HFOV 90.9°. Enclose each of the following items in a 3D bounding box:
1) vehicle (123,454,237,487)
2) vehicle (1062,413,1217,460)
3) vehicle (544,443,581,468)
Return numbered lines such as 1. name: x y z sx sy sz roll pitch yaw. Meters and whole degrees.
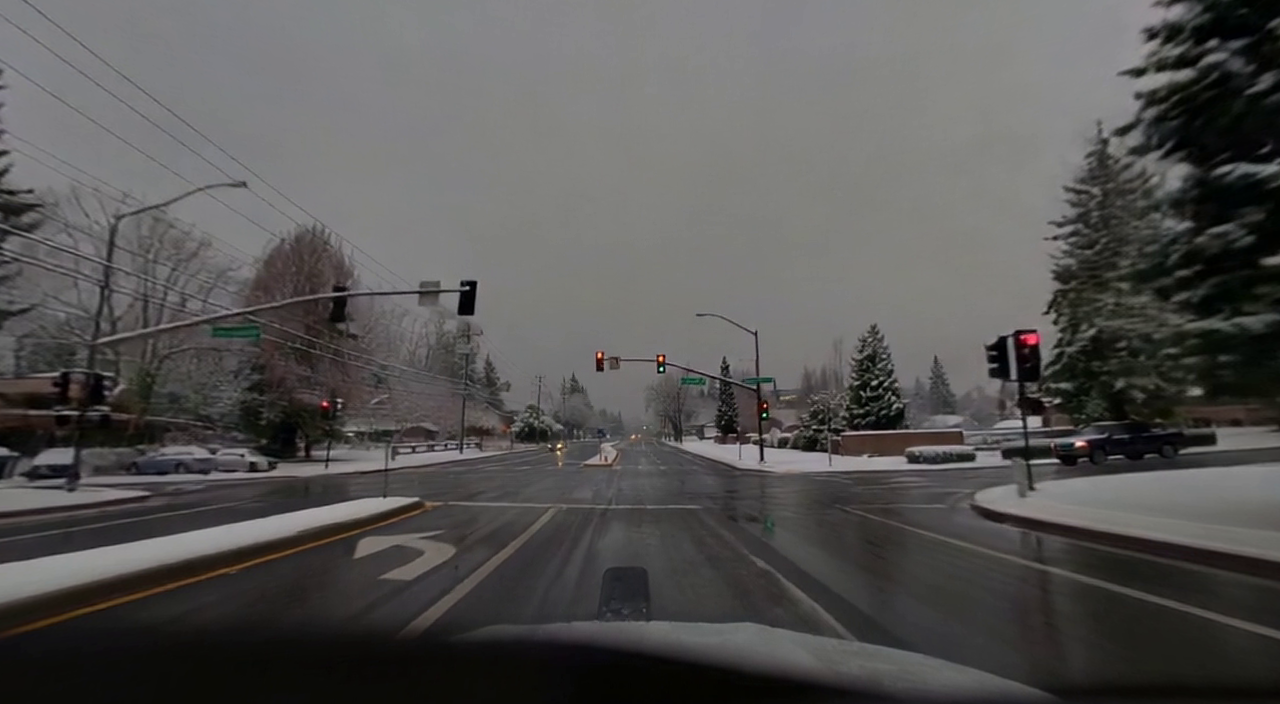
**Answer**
1. vehicle: -24.737 6.373 34.019 4.553 1.722 1.915 0 -9 -2
2. vehicle: 21.652 3.715 27.521 4.775 1.952 2.239 0 -9 0
3. vehicle: -5.156 6.958 42.691 1.948 1.471 5.408 2 -8 -2
